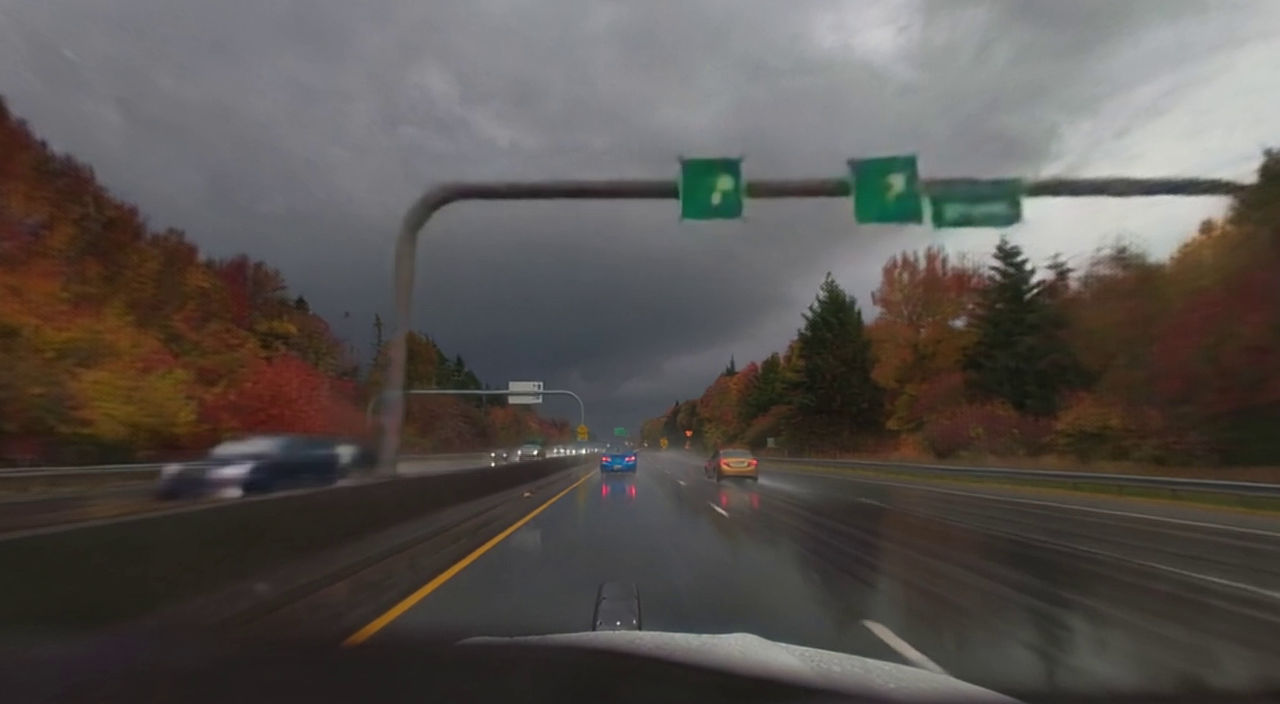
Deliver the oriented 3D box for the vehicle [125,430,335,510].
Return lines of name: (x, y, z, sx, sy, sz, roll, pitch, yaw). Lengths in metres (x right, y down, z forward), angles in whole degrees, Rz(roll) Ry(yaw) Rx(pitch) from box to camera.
vehicle: (-9.013, 2.623, 14.355, 1.933, 1.510, 4.352, 0, -9, -2)

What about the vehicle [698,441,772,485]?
vehicle: (3.713, 4.438, 25.312, 2.300, 1.595, 4.144, -1, -9, 0)

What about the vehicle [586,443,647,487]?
vehicle: (-0.858, 4.324, 24.382, 2.128, 1.516, 4.410, 0, -9, -1)
